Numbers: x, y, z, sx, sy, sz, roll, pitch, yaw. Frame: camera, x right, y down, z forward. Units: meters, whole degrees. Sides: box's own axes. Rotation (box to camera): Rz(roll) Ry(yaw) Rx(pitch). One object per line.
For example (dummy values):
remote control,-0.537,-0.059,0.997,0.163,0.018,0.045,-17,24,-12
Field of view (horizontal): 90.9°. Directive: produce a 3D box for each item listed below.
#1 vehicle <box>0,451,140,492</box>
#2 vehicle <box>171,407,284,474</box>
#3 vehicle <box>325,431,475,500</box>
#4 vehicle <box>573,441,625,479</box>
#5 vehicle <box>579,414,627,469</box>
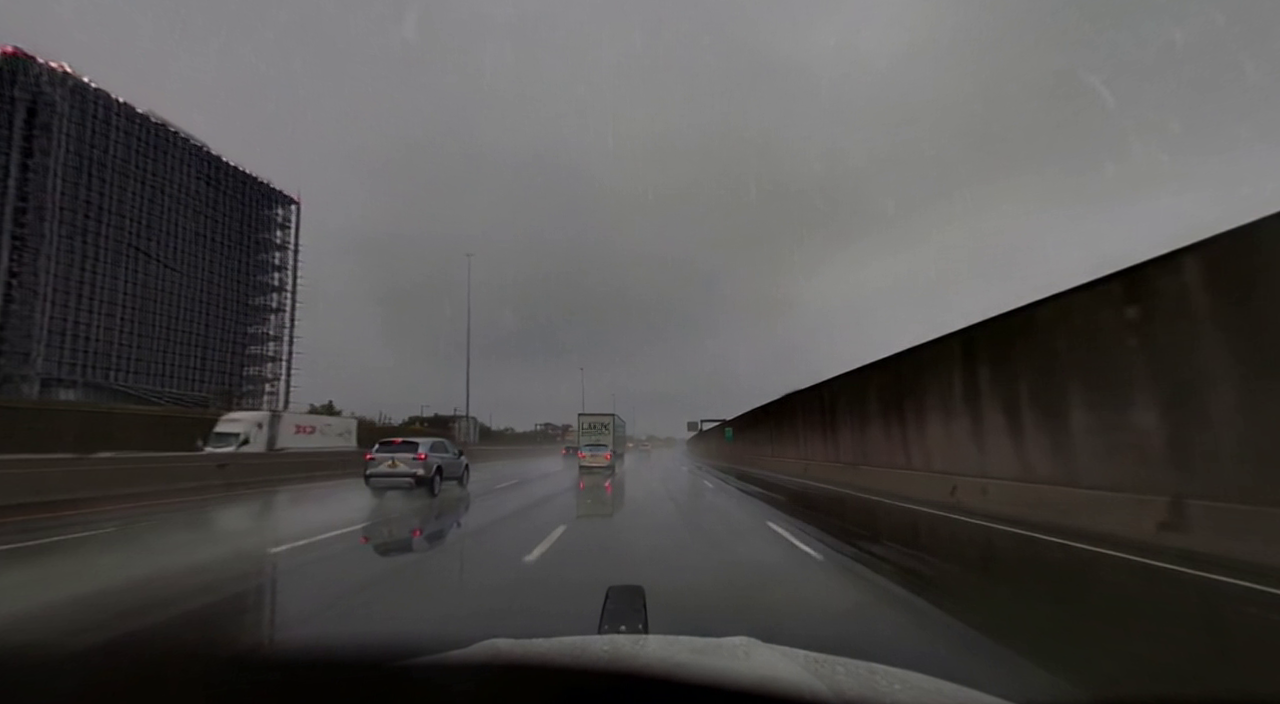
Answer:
vehicle,-22.556,4.652,24.938,1.809,1.439,4.530,0,-9,0
vehicle,-26.773,5.826,41.319,3.136,3.981,6.053,0,-9,0
vehicle,-6.926,3.336,18.968,2.401,1.759,5.126,0,-9,1
vehicle,-1.796,4.864,28.579,2.168,1.597,3.615,0,-9,-1
vehicle,-2.413,6.263,43.989,2.794,3.460,8.595,0,-9,0
